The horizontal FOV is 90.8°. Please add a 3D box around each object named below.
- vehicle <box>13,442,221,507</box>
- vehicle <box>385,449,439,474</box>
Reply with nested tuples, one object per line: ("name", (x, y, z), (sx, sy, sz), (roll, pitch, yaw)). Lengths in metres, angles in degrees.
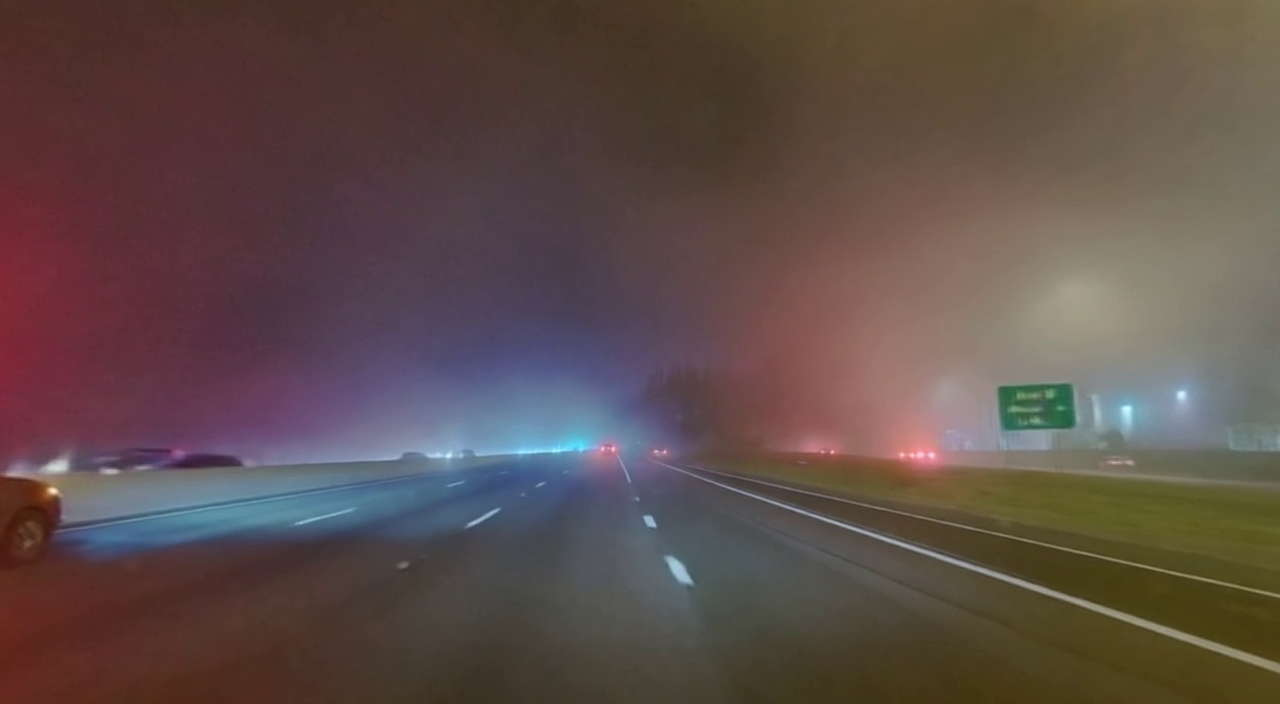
("vehicle", (-13.496, 3.148, 16.741), (1.903, 1.484, 4.320), (0, -9, -2))
("vehicle", (-14.523, 6.991, 40.523), (1.875, 1.464, 4.405), (0, -9, -1))
